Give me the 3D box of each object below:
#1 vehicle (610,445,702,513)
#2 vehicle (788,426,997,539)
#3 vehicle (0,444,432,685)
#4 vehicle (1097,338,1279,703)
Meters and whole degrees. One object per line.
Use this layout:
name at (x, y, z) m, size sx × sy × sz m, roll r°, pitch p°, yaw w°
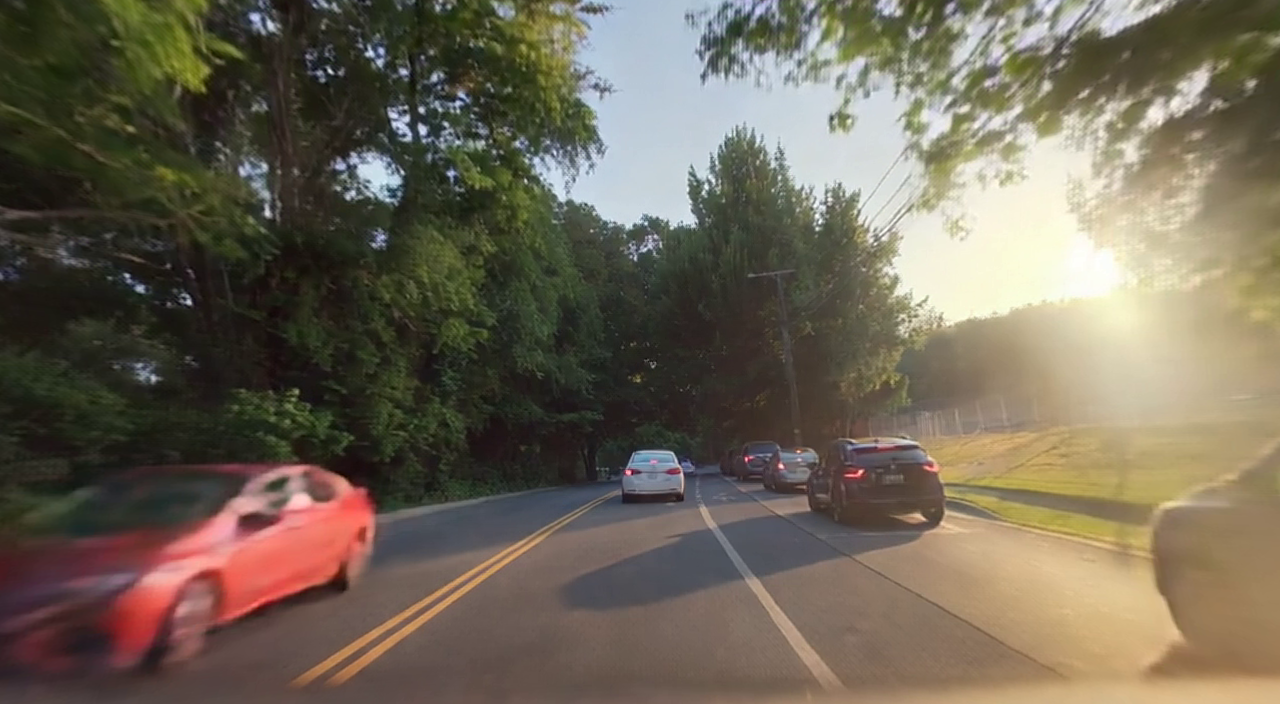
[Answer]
vehicle at (0.438, 3.196, 16.450) m, size 2.078 × 1.521 × 4.058 m, roll -1°, pitch -8°, yaw 2°
vehicle at (4.242, 2.249, 11.585) m, size 1.957 × 1.629 × 4.609 m, roll 0°, pitch -8°, yaw 0°
vehicle at (-3.923, 1.642, 6.217) m, size 2.087 × 1.449 × 4.575 m, roll 0°, pitch -8°, yaw 1°
vehicle at (4.095, 0.650, 1.866) m, size 1.968 × 1.783 × 4.826 m, roll -1°, pitch -8°, yaw 2°
